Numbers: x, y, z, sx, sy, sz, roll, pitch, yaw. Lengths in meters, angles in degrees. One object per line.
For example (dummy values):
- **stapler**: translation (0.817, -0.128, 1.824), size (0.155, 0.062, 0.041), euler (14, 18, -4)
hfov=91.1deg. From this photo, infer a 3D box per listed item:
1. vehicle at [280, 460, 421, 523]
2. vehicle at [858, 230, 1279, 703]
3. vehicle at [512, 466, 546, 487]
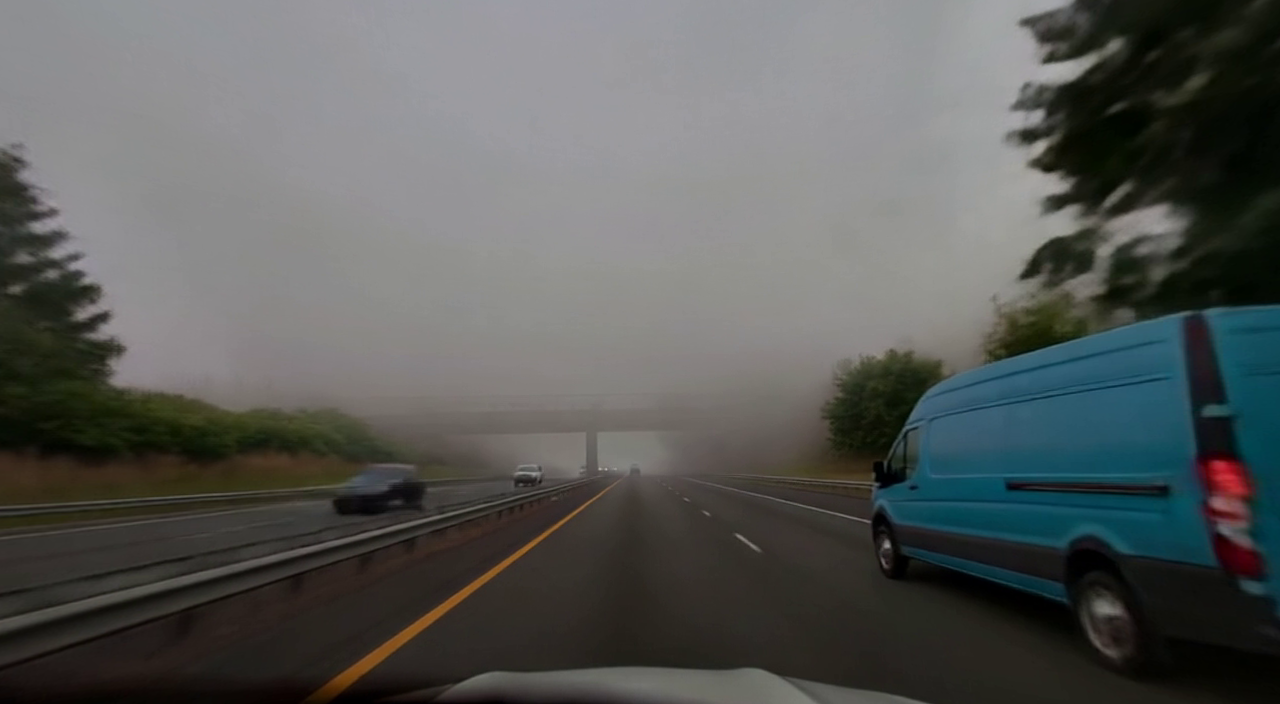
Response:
- **vehicle**: translation (-7.969, 3.871, 17.826), size (1.947, 1.513, 4.250), euler (1, -10, 0)
- **vehicle**: translation (4.564, 1.183, 6.135), size (2.372, 2.581, 6.763), euler (1, -10, 0)
- **vehicle**: translation (-8.606, 9.706, 49.064), size (1.872, 1.514, 4.101), euler (1, -10, 0)
